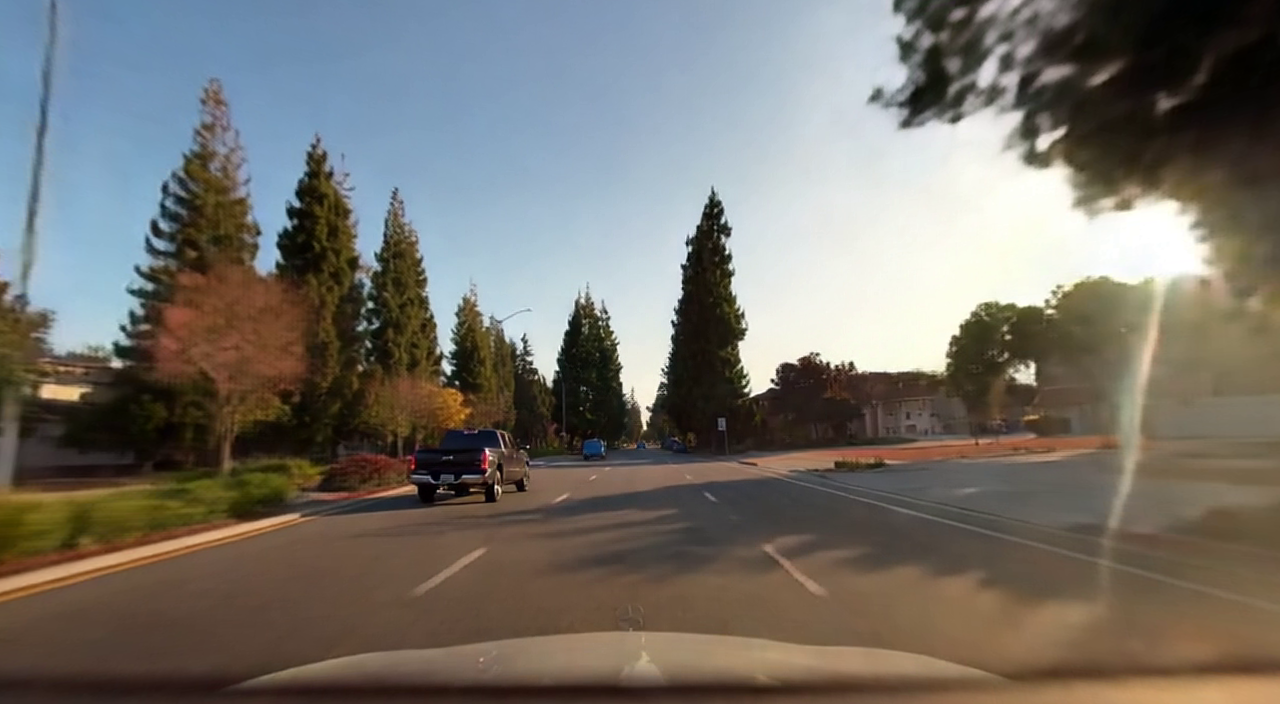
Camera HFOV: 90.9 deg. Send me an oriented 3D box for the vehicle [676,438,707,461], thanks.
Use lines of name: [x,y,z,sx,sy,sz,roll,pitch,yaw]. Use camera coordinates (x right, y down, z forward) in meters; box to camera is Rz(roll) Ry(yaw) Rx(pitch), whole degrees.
vehicle: [3.955,7.562,48.913,2.016,1.736,4.356,0,-8,0]

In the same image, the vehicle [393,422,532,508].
vehicle: [-4.081,2.694,15.453,2.002,1.747,4.728,0,-8,0]

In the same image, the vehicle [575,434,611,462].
vehicle: [-3.451,7.125,46.720,2.230,1.987,4.385,0,-8,1]
